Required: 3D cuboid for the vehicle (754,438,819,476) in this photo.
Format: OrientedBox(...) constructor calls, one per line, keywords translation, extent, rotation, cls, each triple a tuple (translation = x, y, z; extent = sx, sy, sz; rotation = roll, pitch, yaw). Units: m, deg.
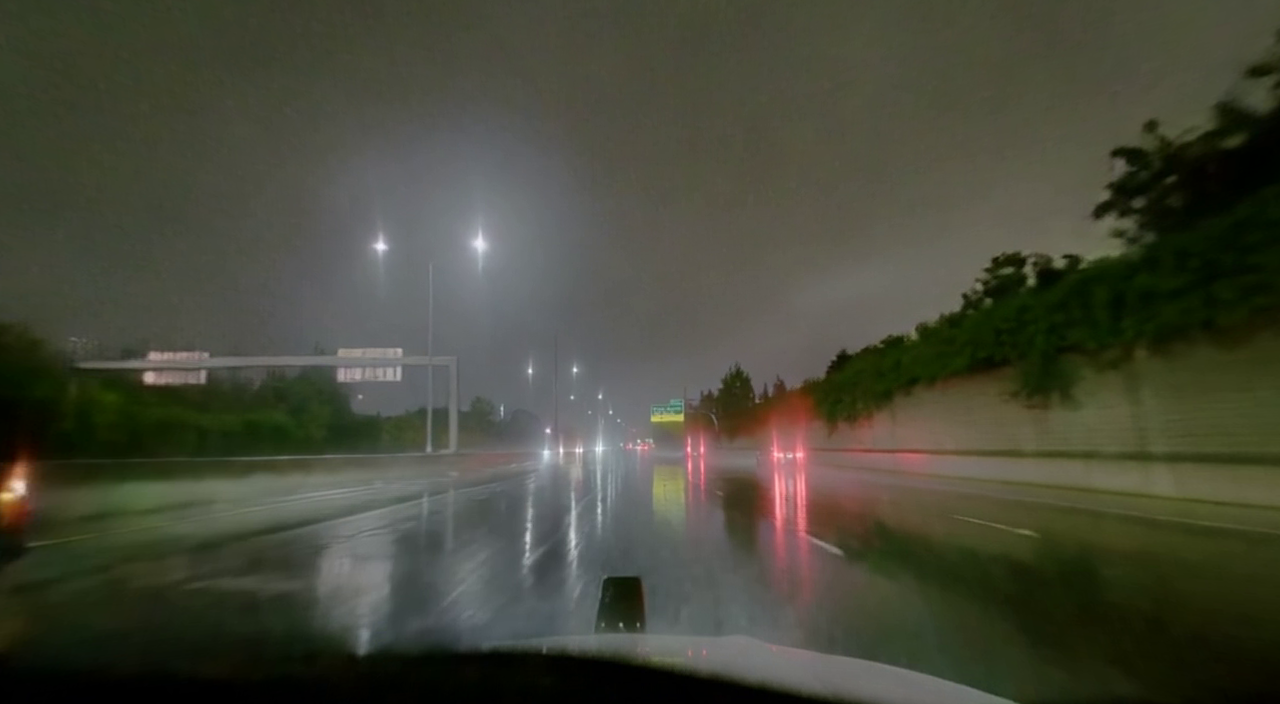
OrientedBox(translation=(7.275, 5.268, 31.763), extent=(2.167, 1.781, 4.340), rotation=(0, -9, -1), cls="vehicle")
